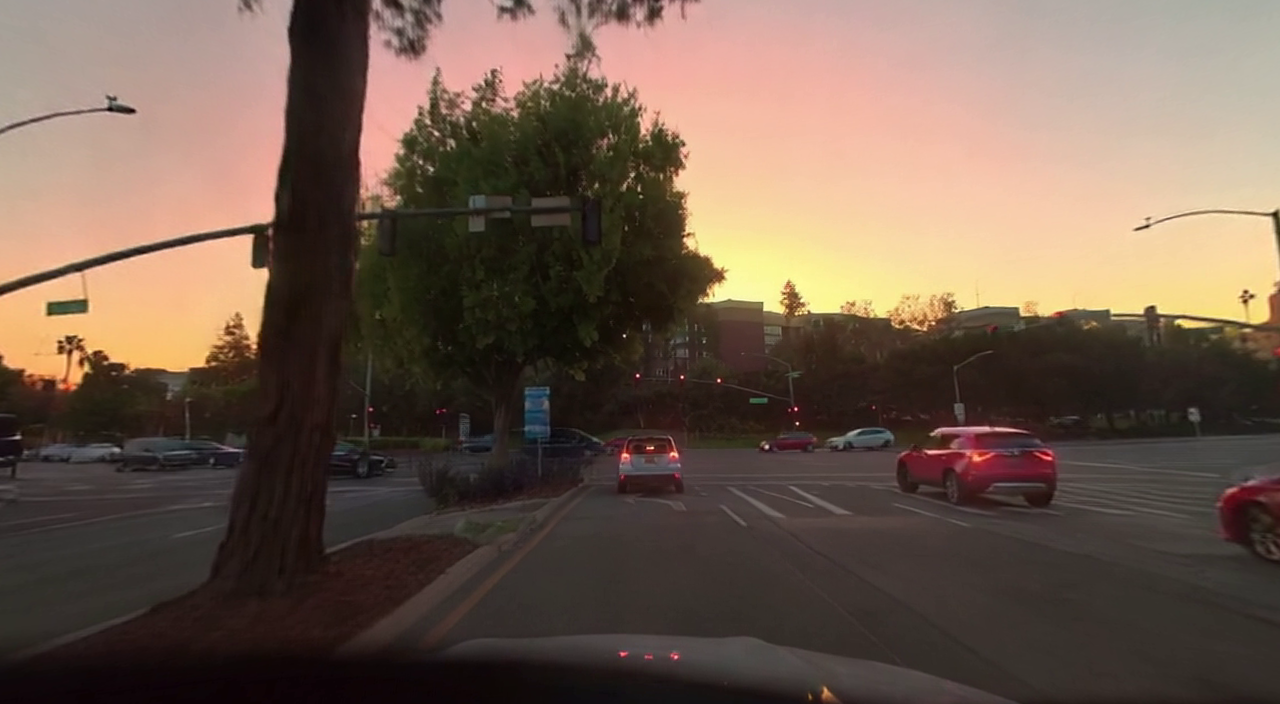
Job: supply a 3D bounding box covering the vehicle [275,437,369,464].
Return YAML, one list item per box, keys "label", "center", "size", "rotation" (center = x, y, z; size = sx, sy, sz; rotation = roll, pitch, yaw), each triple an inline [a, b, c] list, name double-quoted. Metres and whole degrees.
- label: "vehicle"
  center: [-18.023, 5.588, 35.868]
  size: [4.399, 1.445, 1.769]
  rotation: [-1, -8, 2]

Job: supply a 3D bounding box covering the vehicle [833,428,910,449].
- label: "vehicle"
  center: [16.150, 6.074, 44.226]
  size: [4.667, 1.450, 1.818]
  rotation: [0, -8, 1]

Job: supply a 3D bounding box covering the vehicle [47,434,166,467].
- label: "vehicle"
  center: [-30.124, 5.578, 35.703]
  size: [4.833, 1.784, 2.027]
  rotation: [0, -8, 0]

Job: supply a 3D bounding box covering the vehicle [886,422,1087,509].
- label: "vehicle"
  center: [7.228, 2.404, 13.798]
  size: [1.901, 1.577, 4.348]
  rotation: [0, -8, 0]

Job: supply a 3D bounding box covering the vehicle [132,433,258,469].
- label: "vehicle"
  center: [-22.721, 5.066, 32.333]
  size: [4.921, 1.757, 2.036]
  rotation: [-1, -8, 2]

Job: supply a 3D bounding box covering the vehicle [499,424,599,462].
- label: "vehicle"
  center: [-4.549, 4.660, 32.252]
  size: [4.786, 1.803, 1.967]
  rotation: [-1, -8, 1]

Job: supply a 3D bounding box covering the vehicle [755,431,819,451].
- label: "vehicle"
  center: [11.265, 6.851, 48.548]
  size: [4.507, 1.440, 1.736]
  rotation: [0, -8, -1]

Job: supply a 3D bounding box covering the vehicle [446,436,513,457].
- label: "vehicle"
  center: [-12.081, 7.136, 47.707]
  size: [4.564, 1.475, 1.767]
  rotation: [0, -8, 1]

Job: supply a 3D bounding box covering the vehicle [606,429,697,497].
- label: "vehicle"
  center: [0.220, 2.778, 16.106]
  size: [2.041, 1.485, 3.813]
  rotation: [0, -8, -1]
